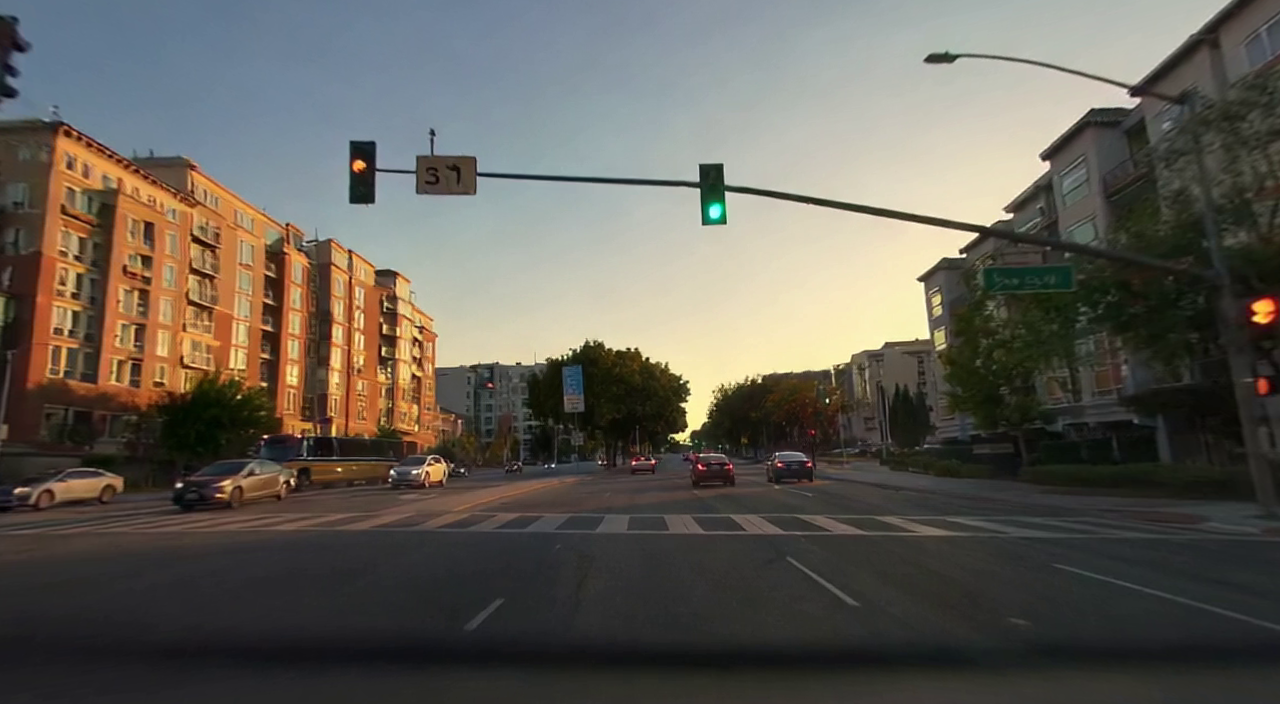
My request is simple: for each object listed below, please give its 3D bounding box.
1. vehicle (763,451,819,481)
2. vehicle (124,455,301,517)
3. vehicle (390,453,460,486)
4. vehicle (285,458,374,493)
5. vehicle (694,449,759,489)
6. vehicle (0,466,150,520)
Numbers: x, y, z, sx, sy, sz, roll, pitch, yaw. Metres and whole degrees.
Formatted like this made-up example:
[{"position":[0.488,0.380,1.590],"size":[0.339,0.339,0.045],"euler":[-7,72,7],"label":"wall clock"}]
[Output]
[{"position":[7.844,5.931,33.168],"size":[1.932,1.439,4.159],"euler":[0,-9,0],"label":"vehicle"},{"position":[-11.894,3.717,17.995],"size":[2.026,1.478,4.086],"euler":[-1,-9,3],"label":"vehicle"},{"position":[-11.237,6.146,33.345],"size":[1.919,1.602,4.346],"euler":[-1,-9,3],"label":"vehicle"},{"position":[-14.806,5.895,30.427],"size":[1.918,1.485,4.412],"euler":[-1,-9,2],"label":"vehicle"},{"position":[3.490,4.807,26.389],"size":[2.020,1.479,4.650],"euler":[0,-9,0],"label":"vehicle"},{"position":[-18.802,4.542,20.788],"size":[1.803,1.436,4.285],"euler":[-1,-9,2],"label":"vehicle"}]
